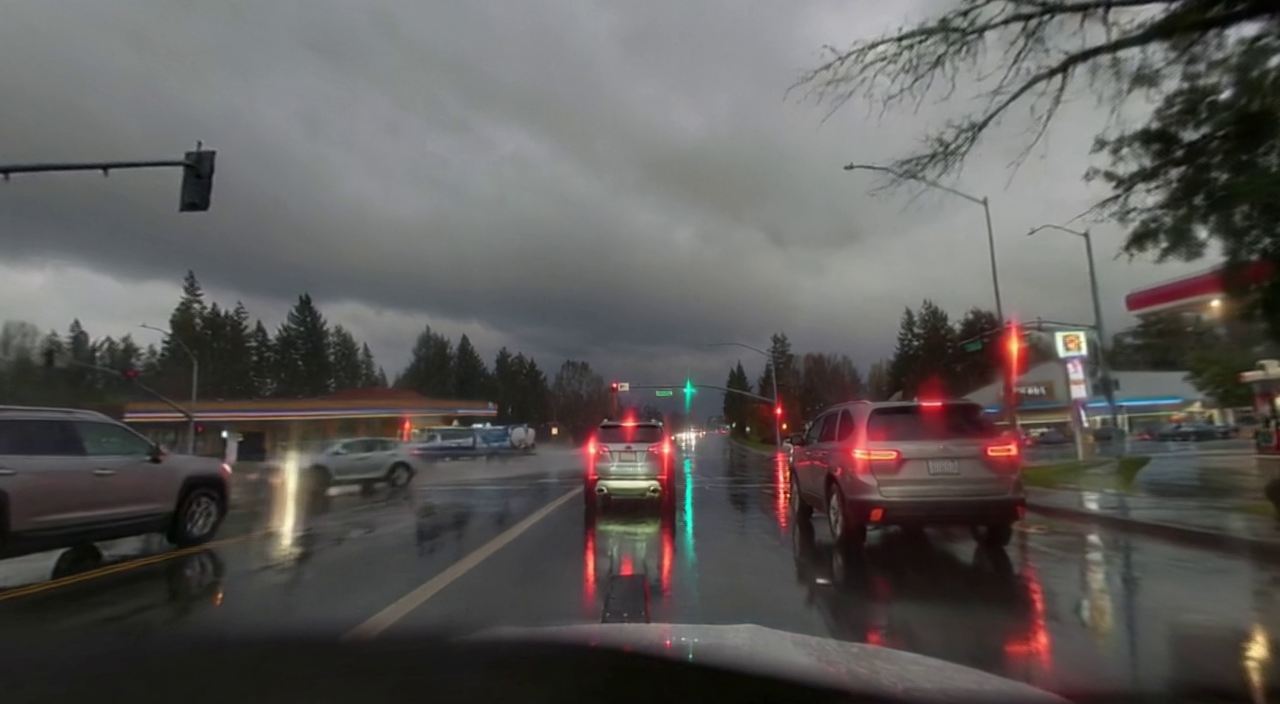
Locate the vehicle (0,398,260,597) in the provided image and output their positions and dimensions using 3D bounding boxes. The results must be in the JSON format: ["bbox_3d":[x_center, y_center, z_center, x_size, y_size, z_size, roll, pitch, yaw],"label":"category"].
[{"bbox_3d":[-6.757,1.492,6.897,2.011,1.774,4.866,0,-8,2],"label":"vehicle"}]

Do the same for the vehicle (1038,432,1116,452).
[{"bbox_3d":[33.428,6.885,48.252,4.562,1.456,1.825,0,-8,1],"label":"vehicle"}]

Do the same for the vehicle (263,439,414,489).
[{"bbox_3d":[-10.059,3.746,21.460,1.847,1.508,4.366,-4,-9,25],"label":"vehicle"}]

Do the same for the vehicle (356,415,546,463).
[{"bbox_3d":[-13.311,6.309,45.456,12.640,3.321,2.995,1,-8,-3],"label":"vehicle"}]

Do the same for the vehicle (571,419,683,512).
[{"bbox_3d":[-0.218,2.394,13.712,2.067,1.702,3.987,0,-8,1],"label":"vehicle"}]

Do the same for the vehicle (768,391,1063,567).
[{"bbox_3d":[3.245,1.606,8.638,2.083,1.779,4.347,0,-8,0],"label":"vehicle"}]
